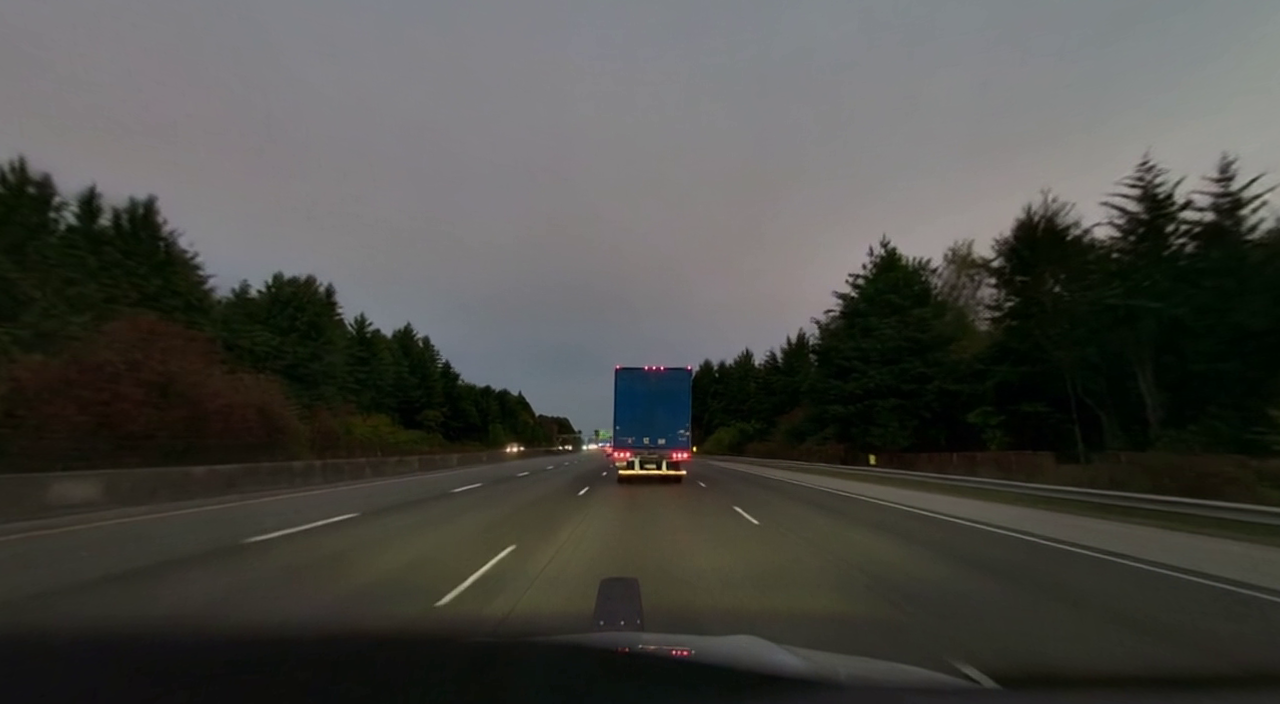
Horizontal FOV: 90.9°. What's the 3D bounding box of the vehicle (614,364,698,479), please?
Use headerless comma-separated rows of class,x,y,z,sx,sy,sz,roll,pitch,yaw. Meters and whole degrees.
vehicle,0.492,3.169,27.003,2.898,3.973,10.063,0,-9,-1
